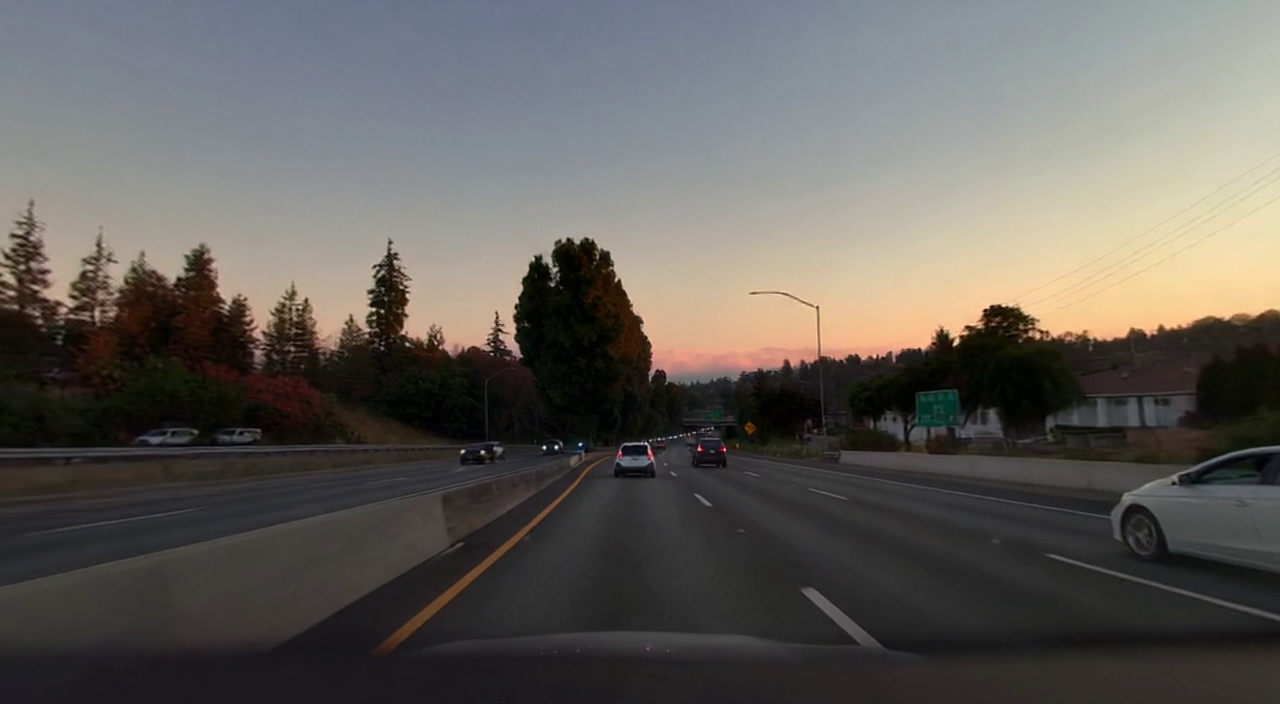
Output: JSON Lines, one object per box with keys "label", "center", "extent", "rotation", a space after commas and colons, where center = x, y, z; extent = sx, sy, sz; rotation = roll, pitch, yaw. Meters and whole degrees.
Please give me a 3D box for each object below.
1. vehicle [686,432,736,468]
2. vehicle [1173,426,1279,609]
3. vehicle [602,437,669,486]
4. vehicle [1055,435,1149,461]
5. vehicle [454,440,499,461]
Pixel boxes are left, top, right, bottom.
{"label": "vehicle", "center": [3.888, 5.463, 35.278], "extent": [2.186, 1.842, 4.553], "rotation": [0, -9, -1]}
{"label": "vehicle", "center": [6.403, 1.126, 3.684], "extent": [2.434, 1.467, 4.726], "rotation": [0, -9, 0]}
{"label": "vehicle", "center": [-0.122, 3.616, 21.118], "extent": [2.040, 1.451, 3.736], "rotation": [0, -9, 1]}
{"label": "vehicle", "center": [31.564, 6.535, 43.329], "extent": [1.991, 1.653, 4.785], "rotation": [4, -9, -23]}
{"label": "vehicle", "center": [-12.076, 7.315, 47.017], "extent": [2.042, 1.502, 4.626], "rotation": [0, -9, 1]}
